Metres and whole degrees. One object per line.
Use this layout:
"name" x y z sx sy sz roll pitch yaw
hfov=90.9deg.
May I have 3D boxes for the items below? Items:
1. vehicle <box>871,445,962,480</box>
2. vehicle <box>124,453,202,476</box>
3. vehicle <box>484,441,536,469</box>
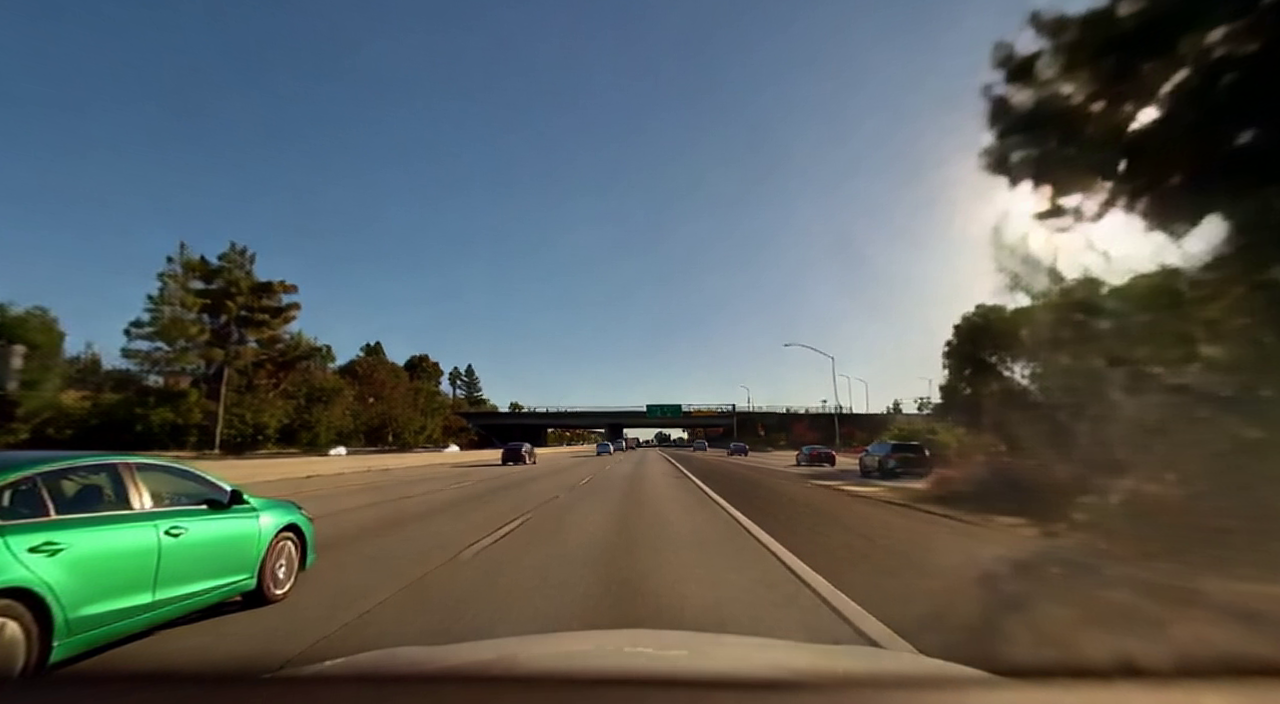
"vehicle" 12.767 5.098 29.436 2.000 1.515 4.188 1 -8 -6
"vehicle" -35.262 8.308 46.787 1.875 1.460 4.702 -1 -8 5
"vehicle" -7.290 5.805 35.795 1.987 1.486 4.174 -1 -8 2
